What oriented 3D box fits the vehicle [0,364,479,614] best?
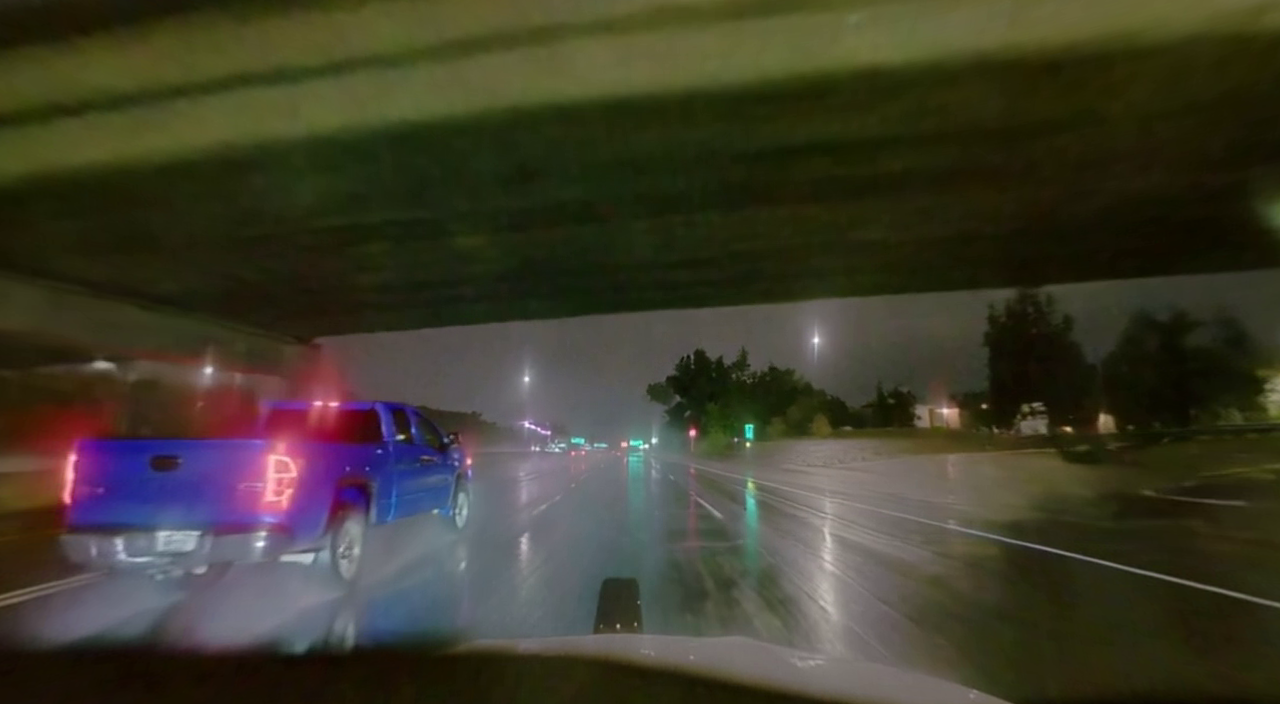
[{"bbox_3d":[-4.128,1.525,8.090,2.529,2.003,5.904,0,-8,1],"label":"vehicle"}]
